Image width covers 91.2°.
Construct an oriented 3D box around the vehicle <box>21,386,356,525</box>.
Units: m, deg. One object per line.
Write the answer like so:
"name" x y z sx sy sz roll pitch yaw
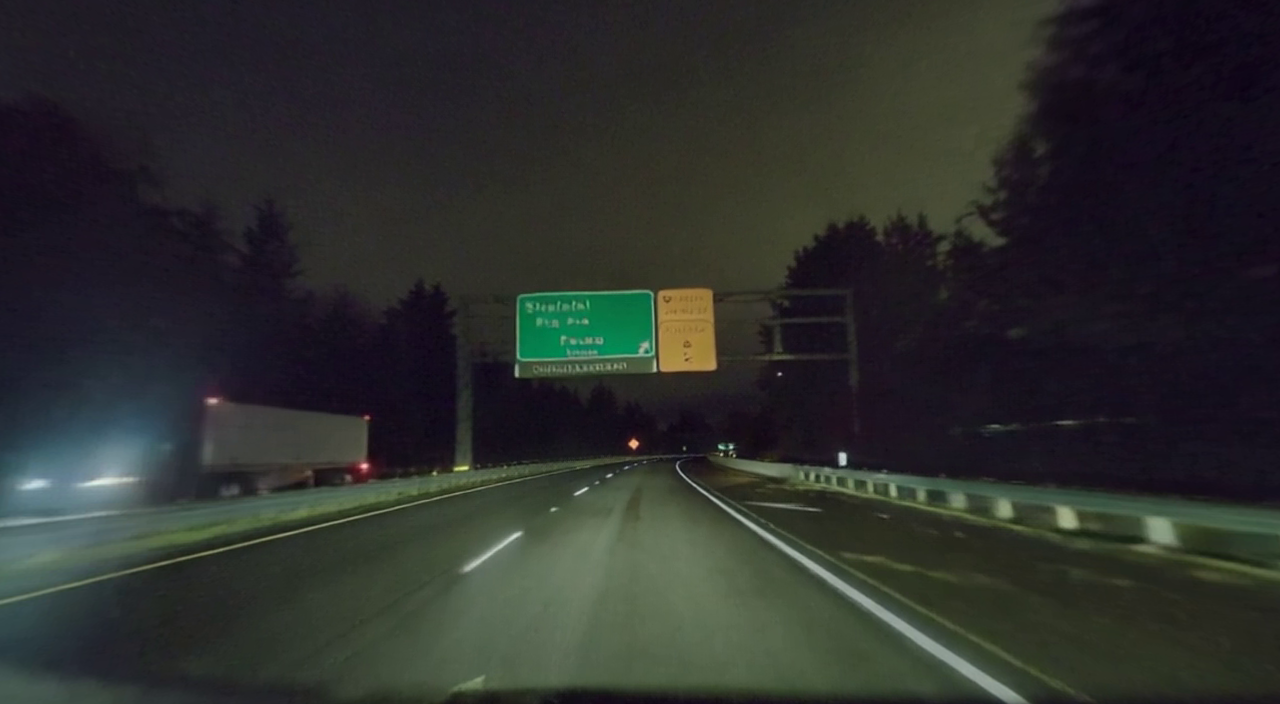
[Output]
"vehicle" -16.407 4.101 25.447 2.910 4.014 14.092 -1 -9 1
